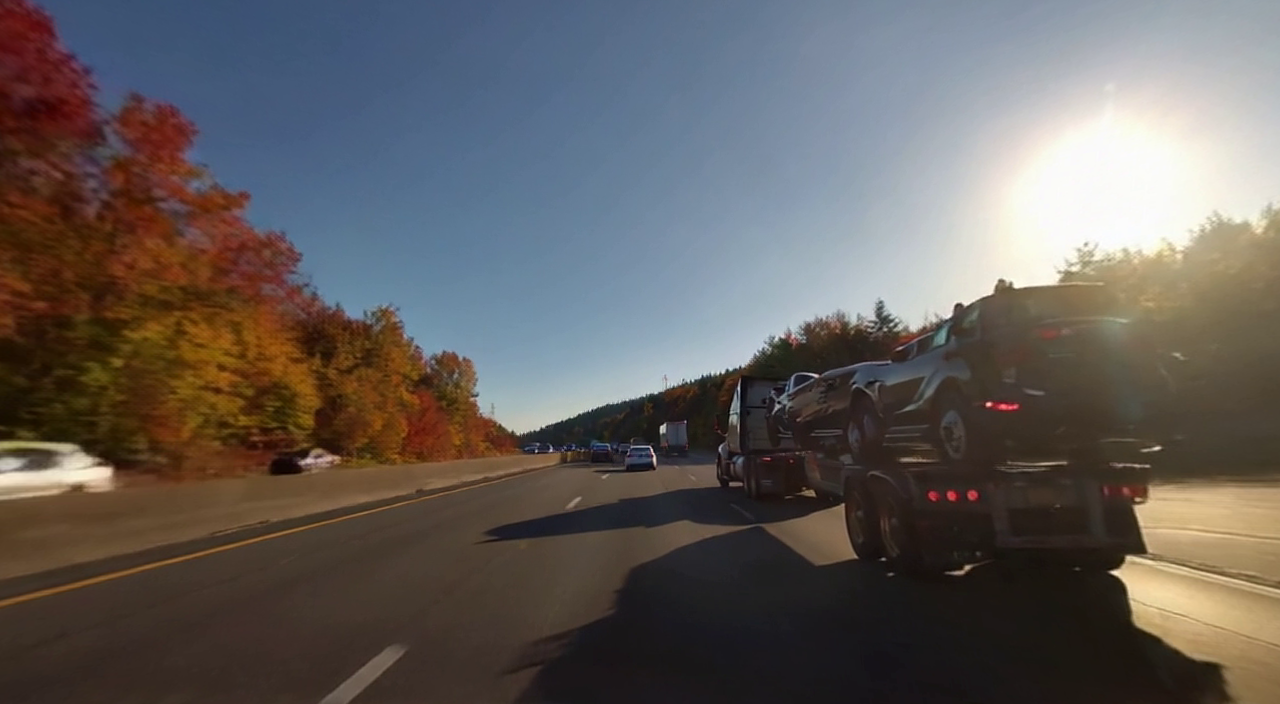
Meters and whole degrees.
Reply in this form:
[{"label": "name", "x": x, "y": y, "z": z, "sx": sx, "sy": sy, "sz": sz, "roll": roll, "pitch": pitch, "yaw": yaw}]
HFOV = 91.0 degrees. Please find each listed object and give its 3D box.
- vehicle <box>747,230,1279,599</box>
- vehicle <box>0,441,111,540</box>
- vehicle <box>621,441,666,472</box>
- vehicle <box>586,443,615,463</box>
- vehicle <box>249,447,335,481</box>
[{"label": "vehicle", "x": 4.789, "y": 1.432, "z": 12.067, "sx": 3.150, "sy": 3.257, "sz": 13.098, "roll": 0, "pitch": -8, "yaw": 0}, {"label": "vehicle", "x": -10.707, "y": 2.075, "z": 9.359, "sx": 1.955, "sy": 1.488, "sz": 4.226, "roll": 0, "pitch": -8, "yaw": 1}, {"label": "vehicle", "x": 0.174, "y": 5.316, "z": 32.349, "sx": 2.152, "sy": 1.484, "sz": 4.211, "roll": 0, "pitch": -8, "yaw": 1}, {"label": "vehicle", "x": -2.917, "y": 7.550, "z": 47.266, "sx": 1.928, "sy": 1.464, "sz": 3.706, "roll": 0, "pitch": -8, "yaw": 1}, {"label": "vehicle", "x": -18.049, "y": 5.812, "z": 32.912, "sx": 1.917, "sy": 1.619, "sz": 4.369, "roll": 0, "pitch": -8, "yaw": 1}]
